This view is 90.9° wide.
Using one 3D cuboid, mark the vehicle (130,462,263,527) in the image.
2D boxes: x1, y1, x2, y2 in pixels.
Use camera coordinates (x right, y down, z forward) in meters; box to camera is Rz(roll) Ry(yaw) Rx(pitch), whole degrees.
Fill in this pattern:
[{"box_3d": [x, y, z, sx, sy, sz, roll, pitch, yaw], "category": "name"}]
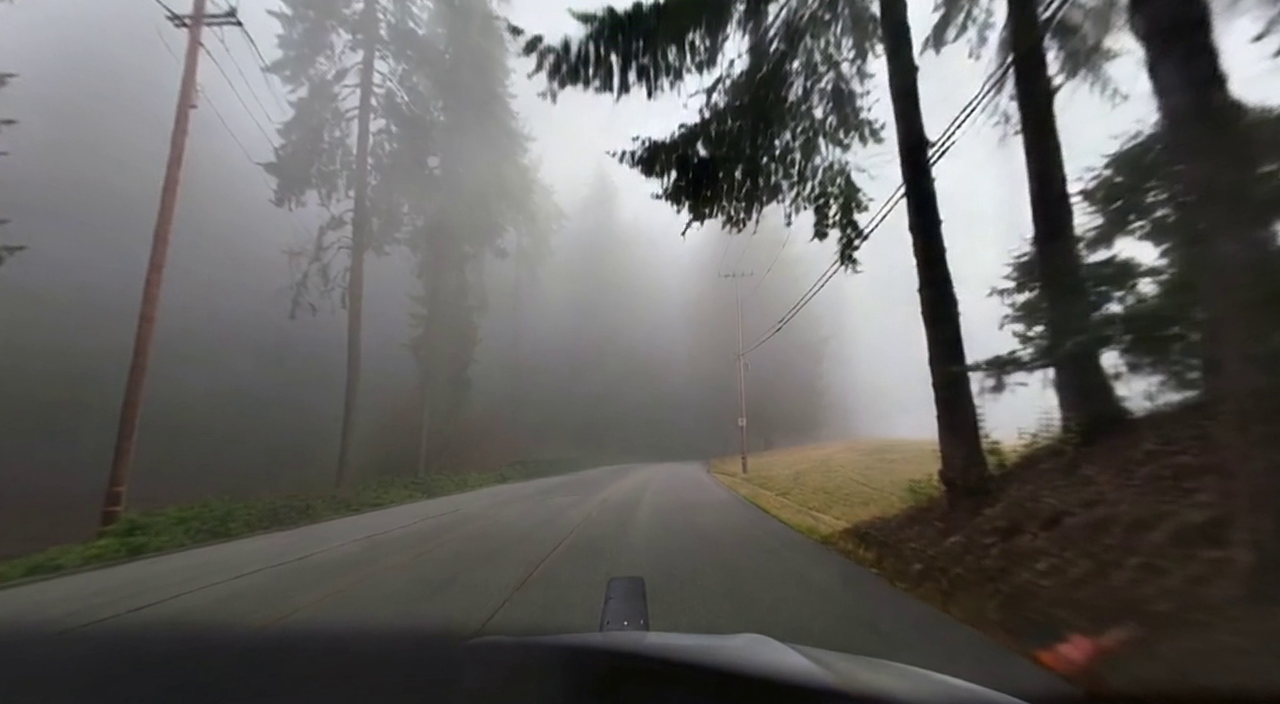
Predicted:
[{"box_3d": [-13.680, 4.354, 19.794, 2.058, 1.654, 4.273, 2, -9, -16], "category": "vehicle"}]
